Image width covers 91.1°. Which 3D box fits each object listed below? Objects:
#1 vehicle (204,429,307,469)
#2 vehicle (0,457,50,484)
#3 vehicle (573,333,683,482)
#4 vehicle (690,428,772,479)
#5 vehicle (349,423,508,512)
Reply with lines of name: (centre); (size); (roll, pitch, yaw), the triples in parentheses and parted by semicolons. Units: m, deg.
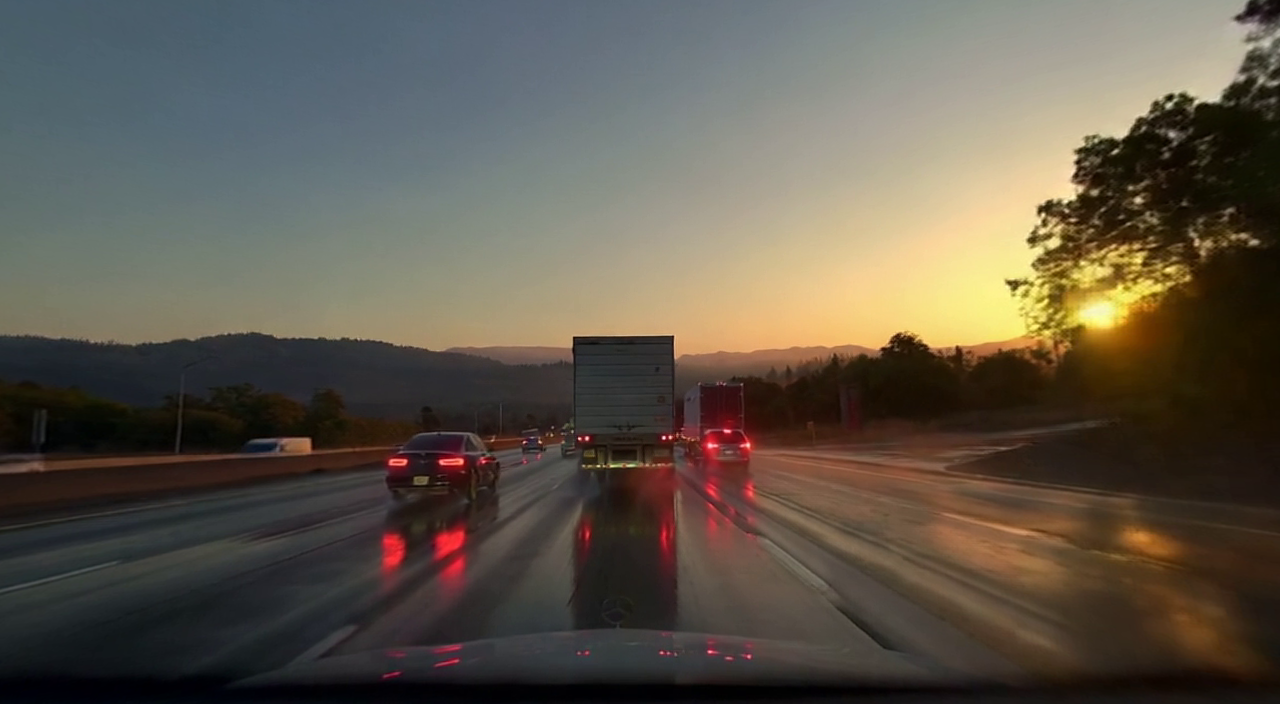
vehicle: (-19.751, 4.993, 32.617); (2.233, 1.914, 4.893); (0, -8, -1)
vehicle: (-39.003, 7.246, 38.316); (1.762, 1.501, 4.228); (-1, -8, 6)
vehicle: (-0.450, 2.132, 21.938); (2.938, 4.033, 9.980); (0, -8, -1)
vehicle: (2.890, 3.307, 20.858); (1.976, 1.513, 4.065); (0, -8, -2)
vehicle: (-4.008, 2.220, 12.648); (1.882, 1.493, 3.828); (0, -8, 0)
